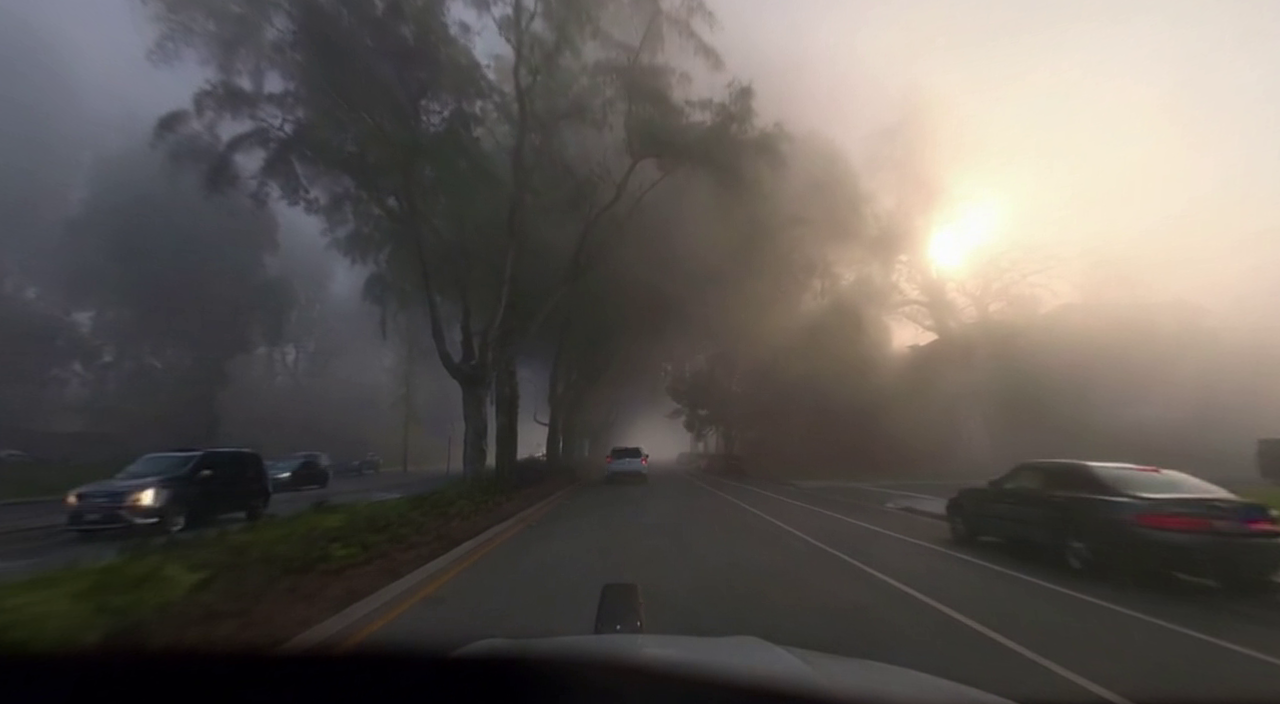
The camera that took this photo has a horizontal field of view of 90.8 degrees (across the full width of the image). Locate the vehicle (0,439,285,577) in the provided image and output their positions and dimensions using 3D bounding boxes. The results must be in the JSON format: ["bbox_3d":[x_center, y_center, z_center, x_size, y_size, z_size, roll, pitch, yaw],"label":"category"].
[{"bbox_3d":[-7.529,2.042,9.231,2.105,1.474,4.808,0,-9,-3],"label":"vehicle"}]

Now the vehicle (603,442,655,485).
[{"bbox_3d":[-0.467,4.743,27.273,2.070,1.698,3.925,0,-9,-1],"label":"vehicle"}]

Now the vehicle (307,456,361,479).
[{"bbox_3d":[-22.439,8.466,46.521,1.772,1.457,4.505,0,-9,-1],"label":"vehicle"}]

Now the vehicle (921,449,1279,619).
[{"bbox_3d":[5.694,1.993,8.036,1.978,1.485,4.603,0,-9,-2],"label":"vehicle"}]

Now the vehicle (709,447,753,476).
[{"bbox_3d":[5.620,6.813,39.678,1.970,1.696,4.405,0,-9,-2],"label":"vehicle"}]
